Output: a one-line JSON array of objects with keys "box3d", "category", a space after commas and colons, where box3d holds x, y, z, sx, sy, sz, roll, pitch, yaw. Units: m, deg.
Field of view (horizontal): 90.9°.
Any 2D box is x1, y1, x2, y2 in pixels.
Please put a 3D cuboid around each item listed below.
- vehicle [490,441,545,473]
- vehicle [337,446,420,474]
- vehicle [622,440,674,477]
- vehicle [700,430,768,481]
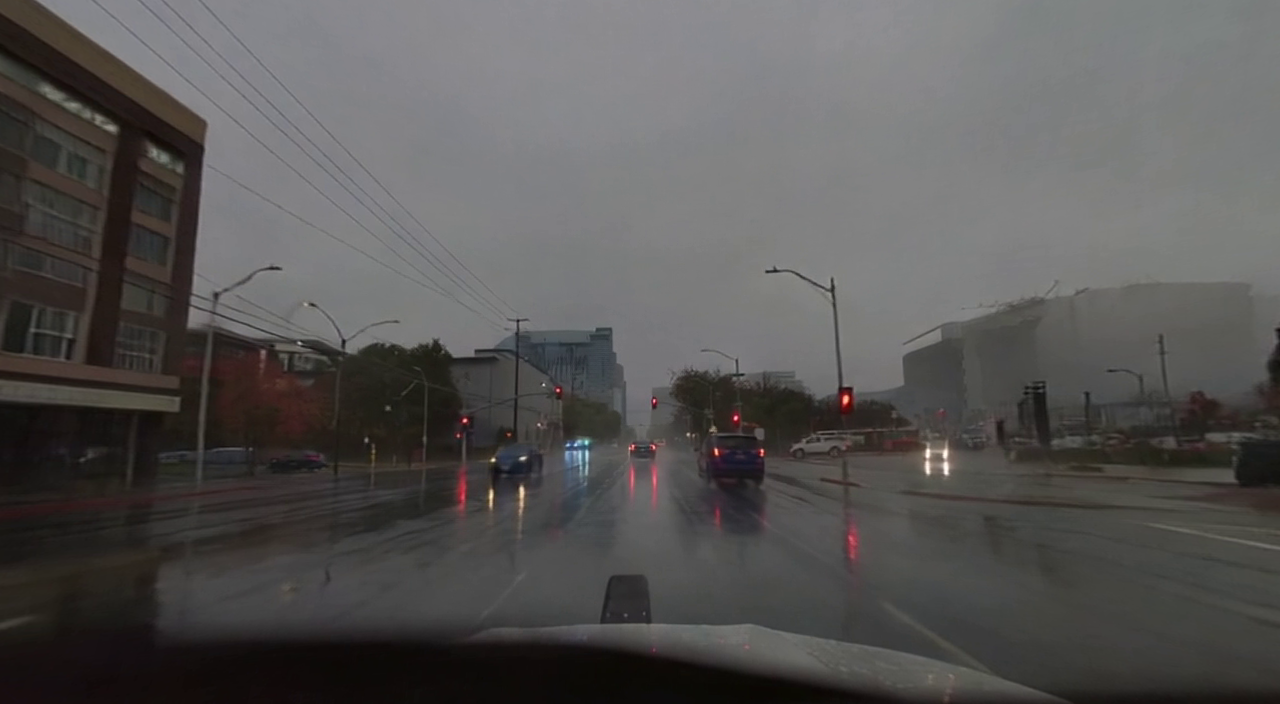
[{"box3d": [-6.868, 5.934, 35.778, 2.200, 1.666, 4.126, 0, -9, 1], "category": "vehicle"}, {"box3d": [-19.736, 8.142, 47.668, 5.223, 2.060, 2.247, 0, -8, 1], "category": "vehicle"}, {"box3d": [0.370, 4.954, 29.561, 2.245, 1.587, 4.094, 0, -9, 1], "category": "vehicle"}, {"box3d": [3.859, 4.382, 26.802, 2.159, 1.938, 4.836, 0, -9, 0], "category": "vehicle"}]
